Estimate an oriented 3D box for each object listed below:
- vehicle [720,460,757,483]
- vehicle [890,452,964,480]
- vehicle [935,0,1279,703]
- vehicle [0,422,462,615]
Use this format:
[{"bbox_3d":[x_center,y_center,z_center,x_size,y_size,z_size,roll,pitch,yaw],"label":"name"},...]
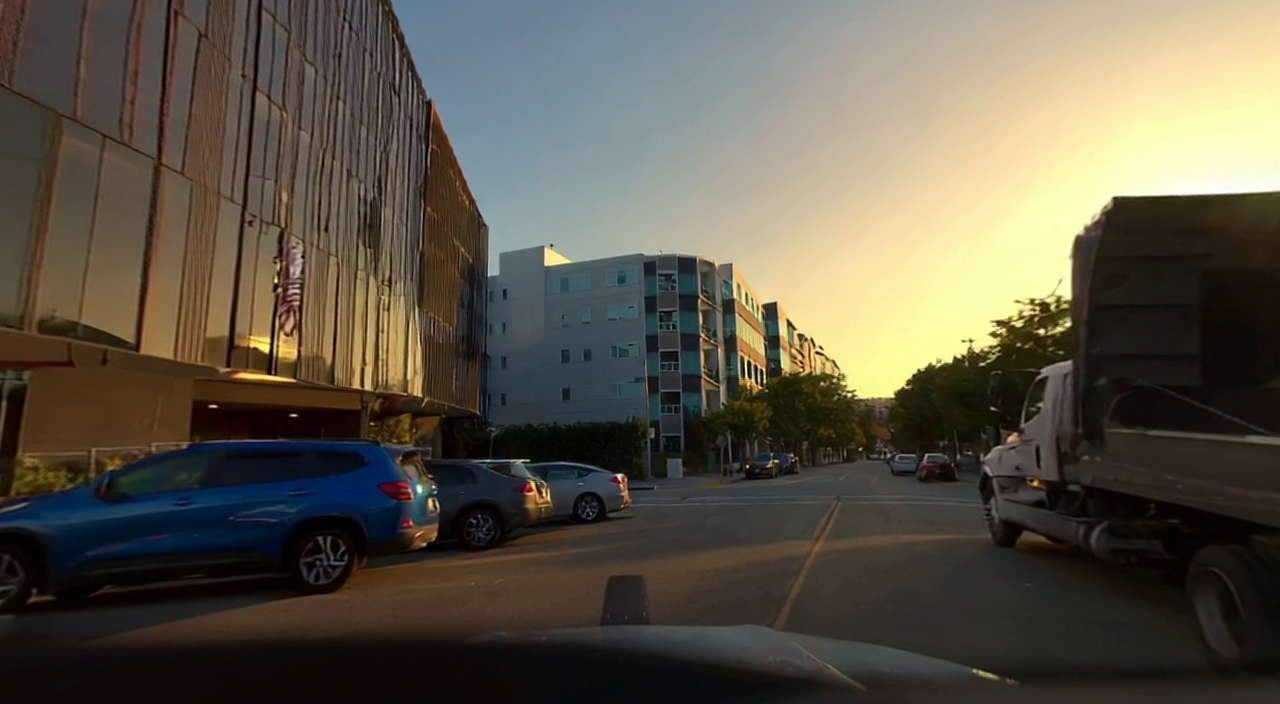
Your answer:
[{"bbox_3d":[7.267,8.723,46.102,1.798,1.459,4.306,-3,-9,20],"label":"vehicle"},{"bbox_3d":[17.921,7.090,39.305,4.118,1.635,1.805,4,-9,-23],"label":"vehicle"},{"bbox_3d":[5.658,0.461,7.238,3.320,4.034,11.553,-3,-9,22],"label":"vehicle"},{"bbox_3d":[-5.043,1.901,8.008,5.022,1.872,2.137,4,-9,-24],"label":"vehicle"}]
